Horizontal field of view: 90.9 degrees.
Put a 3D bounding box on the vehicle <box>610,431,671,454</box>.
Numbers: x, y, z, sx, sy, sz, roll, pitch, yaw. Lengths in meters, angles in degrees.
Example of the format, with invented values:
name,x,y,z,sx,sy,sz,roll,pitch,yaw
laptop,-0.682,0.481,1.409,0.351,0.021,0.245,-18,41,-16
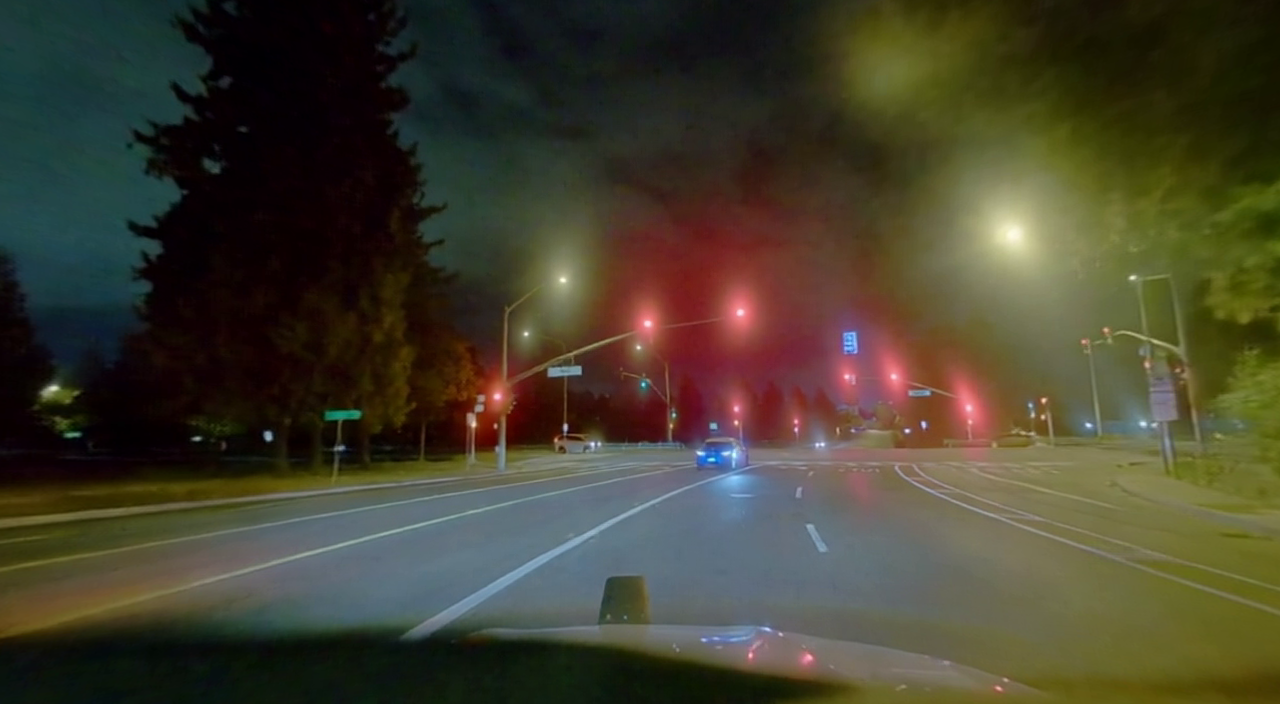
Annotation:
name,x,y,z,sx,sy,sz,roll,pitch,yaw
vehicle,0.041,7.132,49.582,4.406,1.661,1.857,-4,-9,23

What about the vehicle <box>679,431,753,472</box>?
name,x,y,z,sx,sy,sz,roll,pitch,yaw
vehicle,3.300,4.222,26.818,2.055,1.573,4.065,-4,-9,23
